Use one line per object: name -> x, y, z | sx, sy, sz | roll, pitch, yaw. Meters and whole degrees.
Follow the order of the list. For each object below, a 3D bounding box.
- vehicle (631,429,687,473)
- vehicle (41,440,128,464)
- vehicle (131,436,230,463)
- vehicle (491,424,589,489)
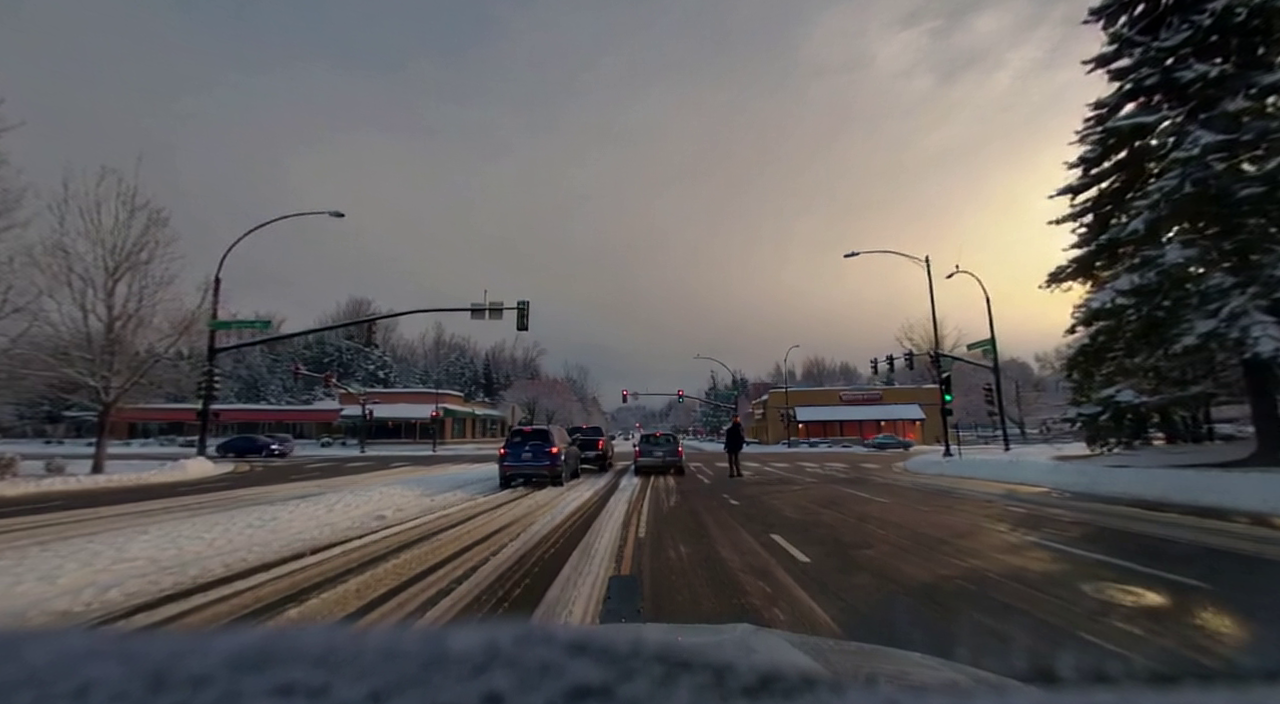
vehicle -> 0.777, 4.249, 27.183 | 2.204, 1.738, 4.690 | 0, -8, 0
vehicle -> -37.439, 6.743, 42.365 | 4.170, 1.551, 1.816 | 0, -9, 4
vehicle -> -30.637, 6.507, 41.949 | 4.956, 1.737, 2.135 | 0, -8, 2
vehicle -> -2.849, 3.114, 19.022 | 2.006, 1.707, 4.448 | -1, -8, 3
